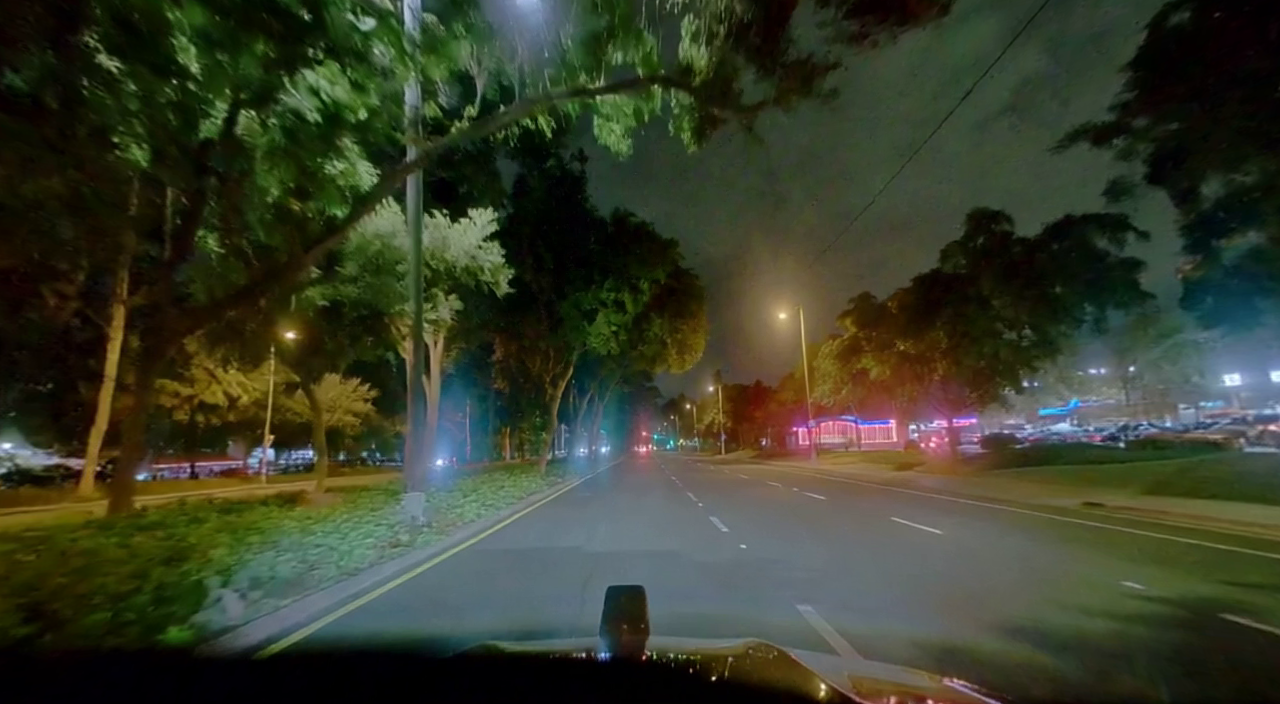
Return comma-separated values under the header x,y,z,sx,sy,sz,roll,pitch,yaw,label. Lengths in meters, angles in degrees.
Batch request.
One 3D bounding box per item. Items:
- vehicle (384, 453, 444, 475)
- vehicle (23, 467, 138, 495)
x,y,z,sx,sy,sz,roll,pitch,yaw,label
-17.510,8.629,48.681,5.184,1.494,2.129,-8,-12,43,vehicle
-31.654,7.310,35.747,4.706,1.460,1.994,0,-8,3,vehicle
